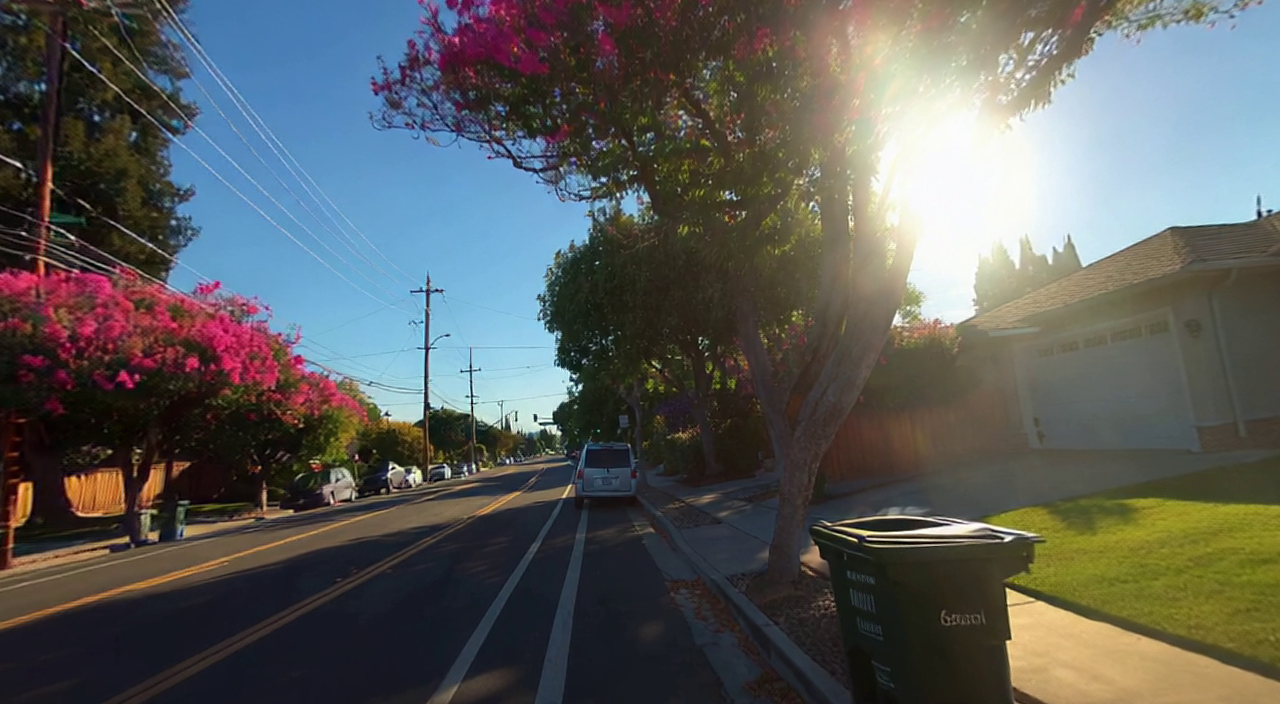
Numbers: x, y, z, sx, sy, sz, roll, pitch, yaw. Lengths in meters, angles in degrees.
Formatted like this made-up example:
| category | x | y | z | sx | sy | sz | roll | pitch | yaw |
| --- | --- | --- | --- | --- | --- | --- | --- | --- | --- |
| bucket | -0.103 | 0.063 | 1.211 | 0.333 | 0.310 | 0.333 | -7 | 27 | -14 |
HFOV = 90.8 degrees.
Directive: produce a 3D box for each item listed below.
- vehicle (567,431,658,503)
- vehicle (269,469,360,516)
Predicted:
| category | x | y | z | sx | sy | sz | roll | pitch | yaw |
| --- | --- | --- | --- | --- | --- | --- | --- | --- | --- |
| vehicle | -0.821 | 3.082 | 17.382 | 2.190 | 1.708 | 4.115 | 0 | -8 | -4 |
| vehicle | -13.758 | 5.923 | 26.985 | 1.982 | 1.660 | 4.142 | 1 | -8 | -6 |
